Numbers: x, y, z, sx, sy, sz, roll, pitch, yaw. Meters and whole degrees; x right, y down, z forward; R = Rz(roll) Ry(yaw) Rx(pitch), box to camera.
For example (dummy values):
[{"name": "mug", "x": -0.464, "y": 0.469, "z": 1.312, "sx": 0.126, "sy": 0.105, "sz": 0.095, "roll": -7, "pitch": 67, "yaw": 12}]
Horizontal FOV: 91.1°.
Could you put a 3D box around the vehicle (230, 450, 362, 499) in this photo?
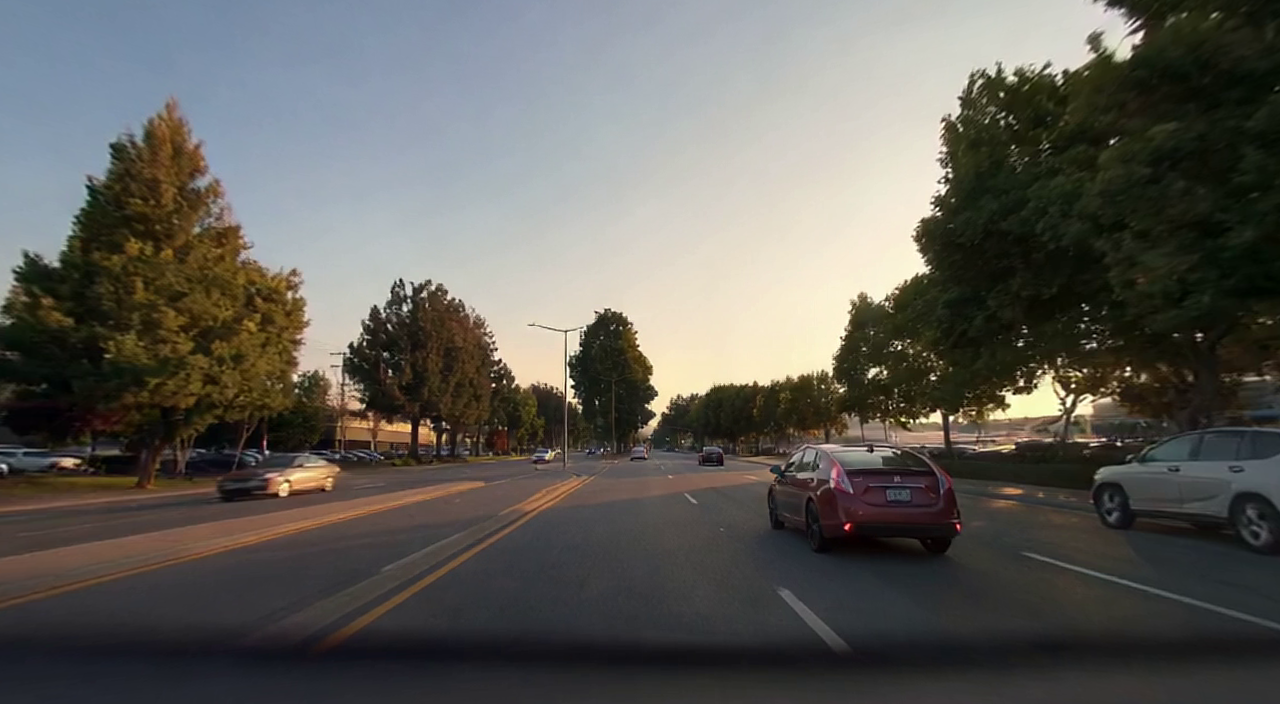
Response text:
[{"name": "vehicle", "x": -11.817, "y": 4.199, "z": 21.975, "sx": 1.982, "sy": 1.468, "sz": 4.485, "roll": 0, "pitch": -9, "yaw": 2}]

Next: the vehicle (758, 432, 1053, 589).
[{"name": "vehicle", "x": 2.986, "y": 1.861, "z": 8.321, "sx": 1.935, "sy": 1.501, "sz": 4.384, "roll": 0, "pitch": -9, "yaw": -1}]

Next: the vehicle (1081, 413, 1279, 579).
[{"name": "vehicle", "x": 8.239, "y": 1.755, "z": 7.949, "sx": 1.972, "sy": 1.856, "sz": 4.487, "roll": 0, "pitch": -9, "yaw": 0}]

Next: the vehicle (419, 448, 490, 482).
[{"name": "vehicle", "x": -8.759, "y": 5.339, "z": 30.029, "sx": 1.919, "sy": 1.474, "sz": 4.444, "roll": 0, "pitch": -9, "yaw": 2}]

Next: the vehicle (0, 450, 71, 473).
[{"name": "vehicle", "x": -41.772, "y": 7.385, "z": 42.667, "sx": 1.833, "sy": 1.455, "sz": 4.585, "roll": 0, "pitch": -9, "yaw": -1}]
